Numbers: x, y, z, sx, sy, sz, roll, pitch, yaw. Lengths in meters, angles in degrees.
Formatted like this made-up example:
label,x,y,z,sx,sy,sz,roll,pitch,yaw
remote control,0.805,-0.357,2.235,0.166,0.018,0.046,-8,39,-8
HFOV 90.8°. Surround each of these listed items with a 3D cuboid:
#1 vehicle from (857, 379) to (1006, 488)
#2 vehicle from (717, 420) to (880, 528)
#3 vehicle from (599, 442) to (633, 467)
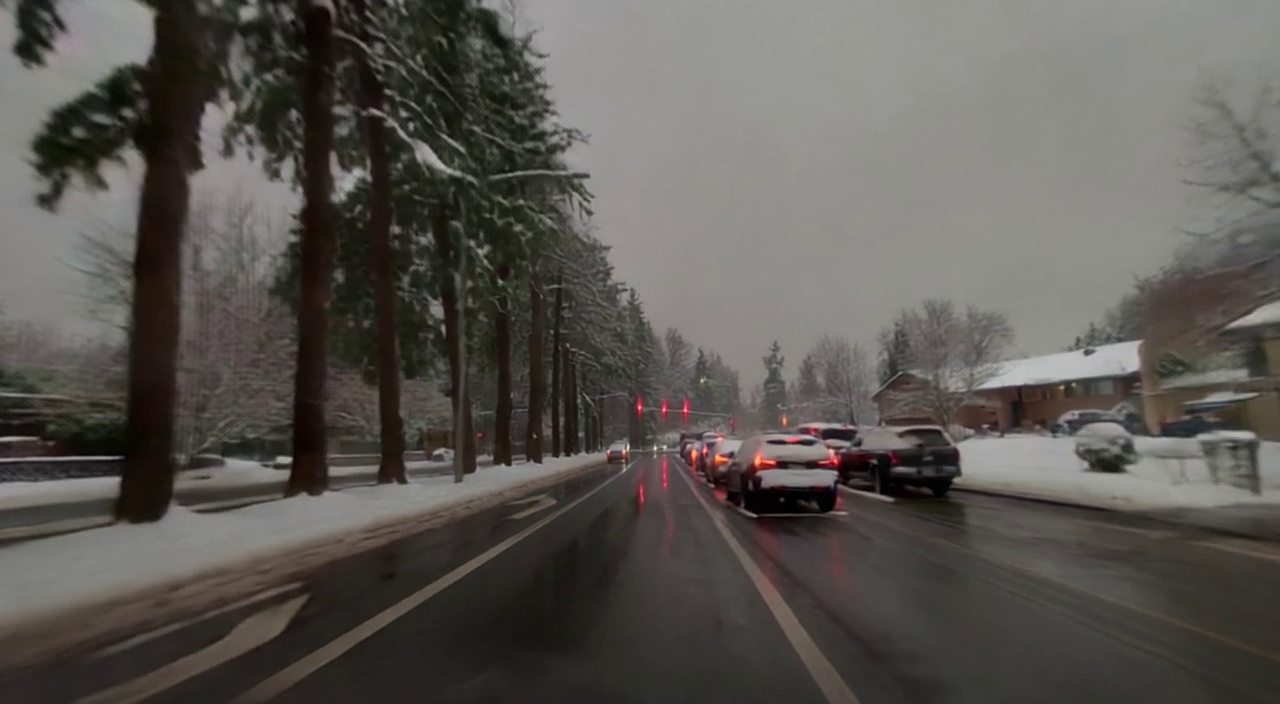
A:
label,x,y,z,sx,sy,sz,roll,pitch,yaw
vehicle,6.869,2.013,15.375,1.933,2.309,3.468,-1,-9,1
vehicle,2.786,2.274,12.315,2.052,1.693,4.554,0,-9,1
vehicle,-1.695,7.437,45.917,2.083,1.691,4.398,-1,-9,3
